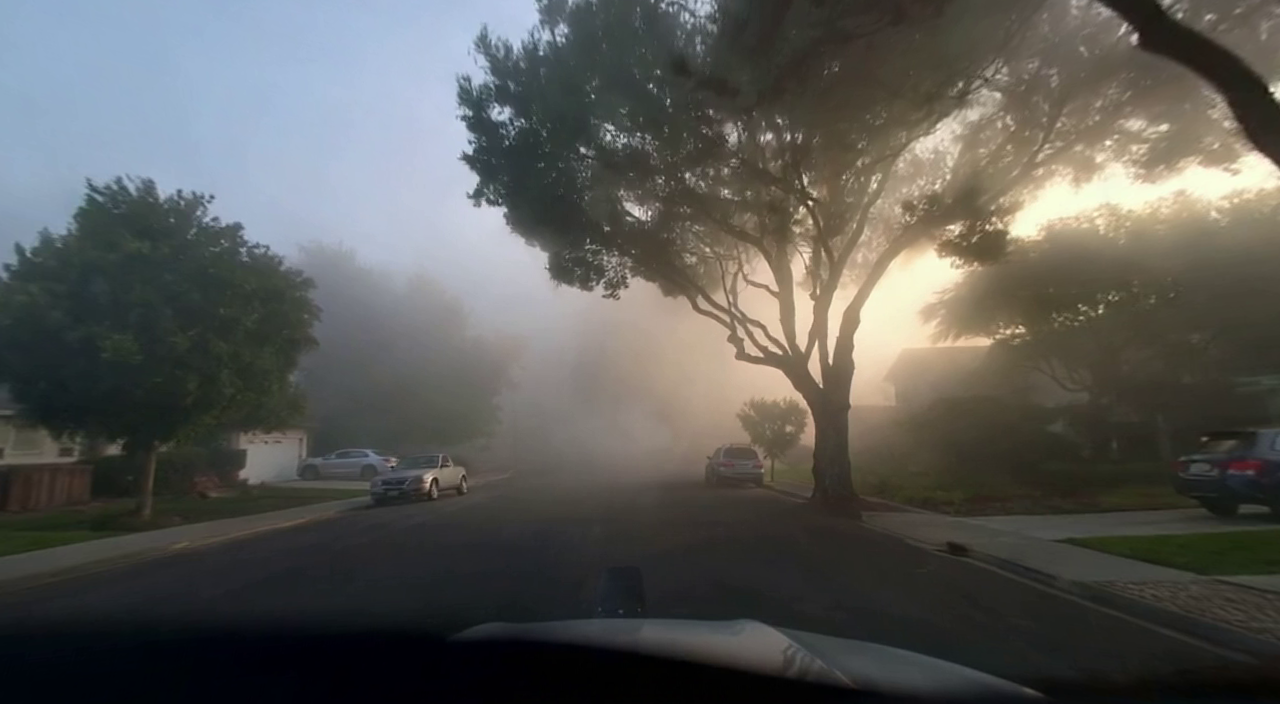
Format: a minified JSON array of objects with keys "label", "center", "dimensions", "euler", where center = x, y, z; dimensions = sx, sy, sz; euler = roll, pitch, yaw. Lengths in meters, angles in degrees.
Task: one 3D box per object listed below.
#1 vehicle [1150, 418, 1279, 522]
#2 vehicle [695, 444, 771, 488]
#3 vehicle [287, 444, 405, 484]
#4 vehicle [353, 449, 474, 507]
[{"label":"vehicle","center":[10.958,1.794,9.845],"dimensions":[4.234,1.464,1.924],"euler":[-1,-8,4]},{"label":"vehicle","center":[3.322,4.175,23.490],"dimensions":[1.986,1.476,4.306],"euler":[0,-9,-2]},{"label":"vehicle","center":[-12.140,4.631,26.259],"dimensions":[3.950,1.581,1.902],"euler":[-1,-9,3]},{"label":"vehicle","center":[-6.635,3.702,19.098],"dimensions":[2.035,1.480,4.508],"euler":[0,-8,-1]}]
